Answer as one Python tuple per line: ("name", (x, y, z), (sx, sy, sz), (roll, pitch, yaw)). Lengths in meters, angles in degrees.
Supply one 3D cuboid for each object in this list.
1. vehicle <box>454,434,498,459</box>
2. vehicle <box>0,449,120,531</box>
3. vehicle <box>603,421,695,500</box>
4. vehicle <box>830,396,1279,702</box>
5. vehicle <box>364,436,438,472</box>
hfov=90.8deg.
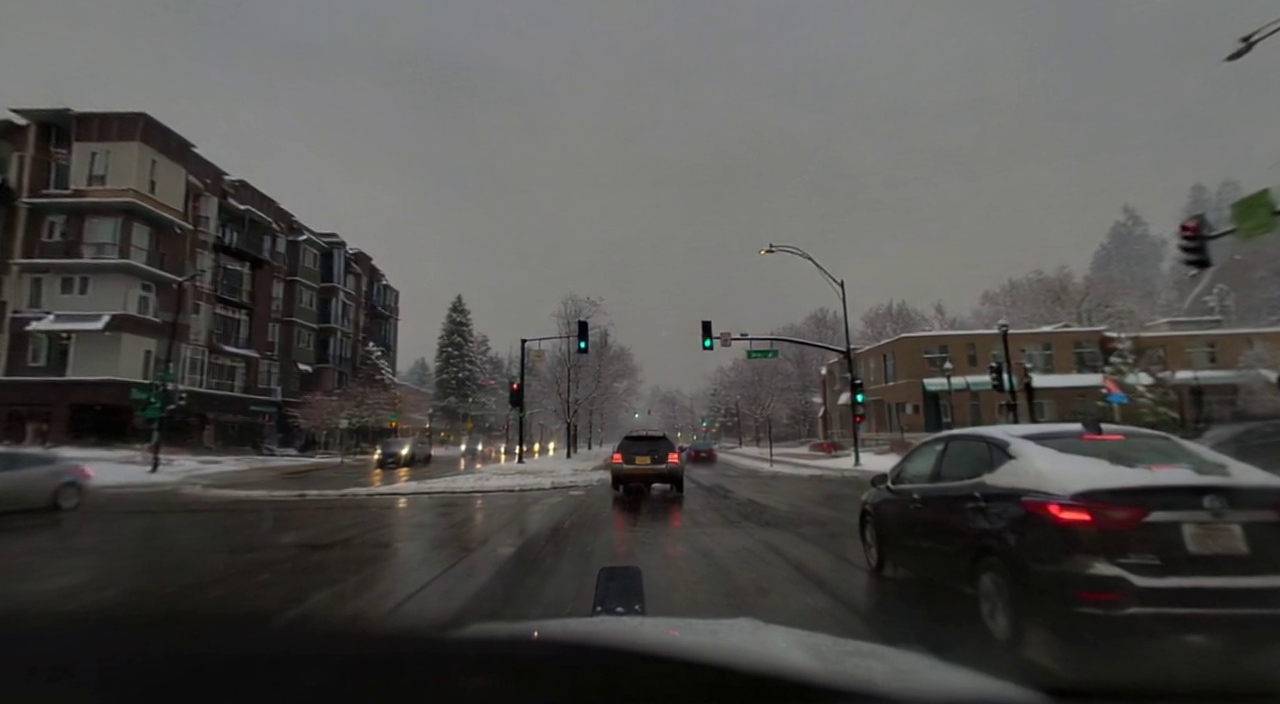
("vehicle", (-12.677, 7.334, 49.186), (2.076, 1.836, 4.847), (0, -8, 1))
("vehicle", (-13.007, 2.685, 12.336), (1.943, 1.487, 4.472), (0, -8, -1))
("vehicle", (0.329, 2.989, 17.894), (2.206, 1.858, 5.332), (-1, -8, 3))
("vehicle", (3.264, 1.342, 5.500), (1.906, 1.608, 4.137), (0, -8, 0))
("vehicle", (-12.725, 5.448, 34.045), (1.964, 1.712, 5.236), (0, -8, 0))
